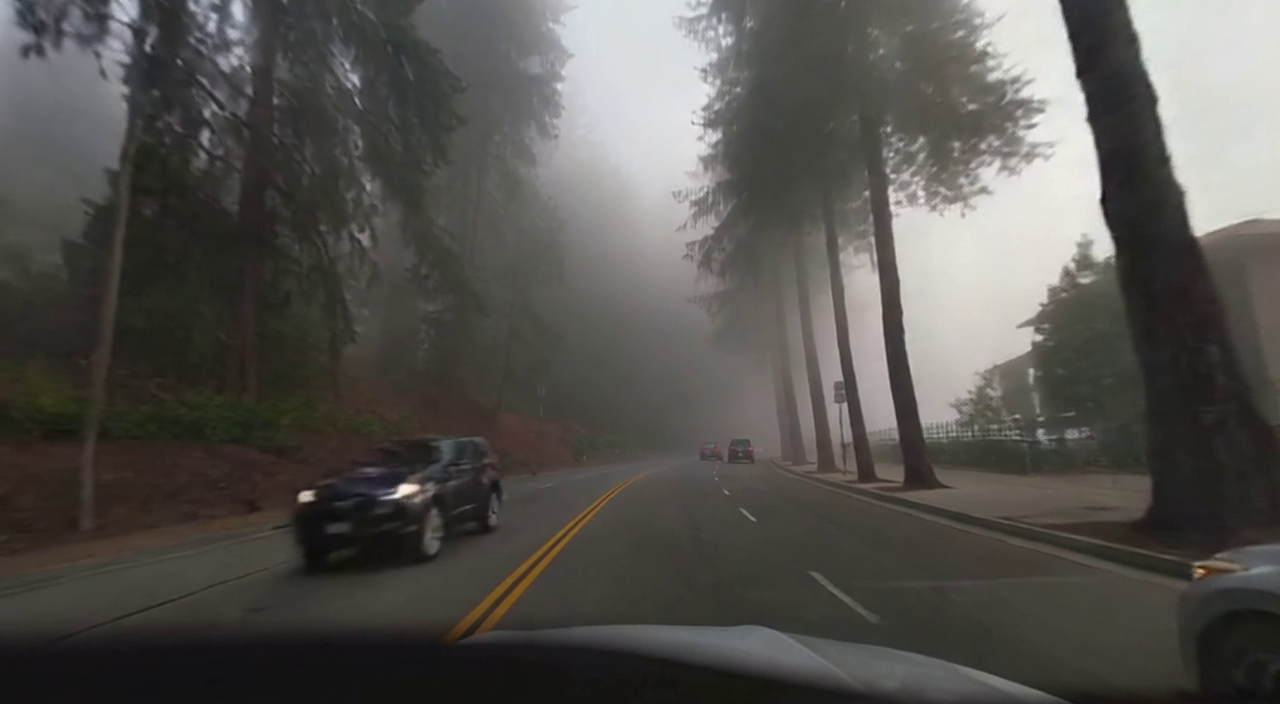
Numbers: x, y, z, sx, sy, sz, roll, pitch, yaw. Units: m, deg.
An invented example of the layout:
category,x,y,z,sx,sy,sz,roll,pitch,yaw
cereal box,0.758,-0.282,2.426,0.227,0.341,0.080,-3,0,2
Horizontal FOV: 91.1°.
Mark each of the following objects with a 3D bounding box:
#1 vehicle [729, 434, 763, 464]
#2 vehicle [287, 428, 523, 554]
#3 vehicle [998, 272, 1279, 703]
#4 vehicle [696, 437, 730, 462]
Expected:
category,x,y,z,sx,sy,sz,roll,pitch,yaw
vehicle,6.936,6.355,41.142,2.069,1.791,4.422,-2,-9,9
vehicle,-3.332,2.048,9.940,1.958,1.538,4.081,-1,-9,3
vehicle,3.227,0.531,1.120,2.219,1.881,5.104,-1,-9,1
vehicle,5.763,7.635,49.352,2.158,1.852,4.485,-2,-9,12
